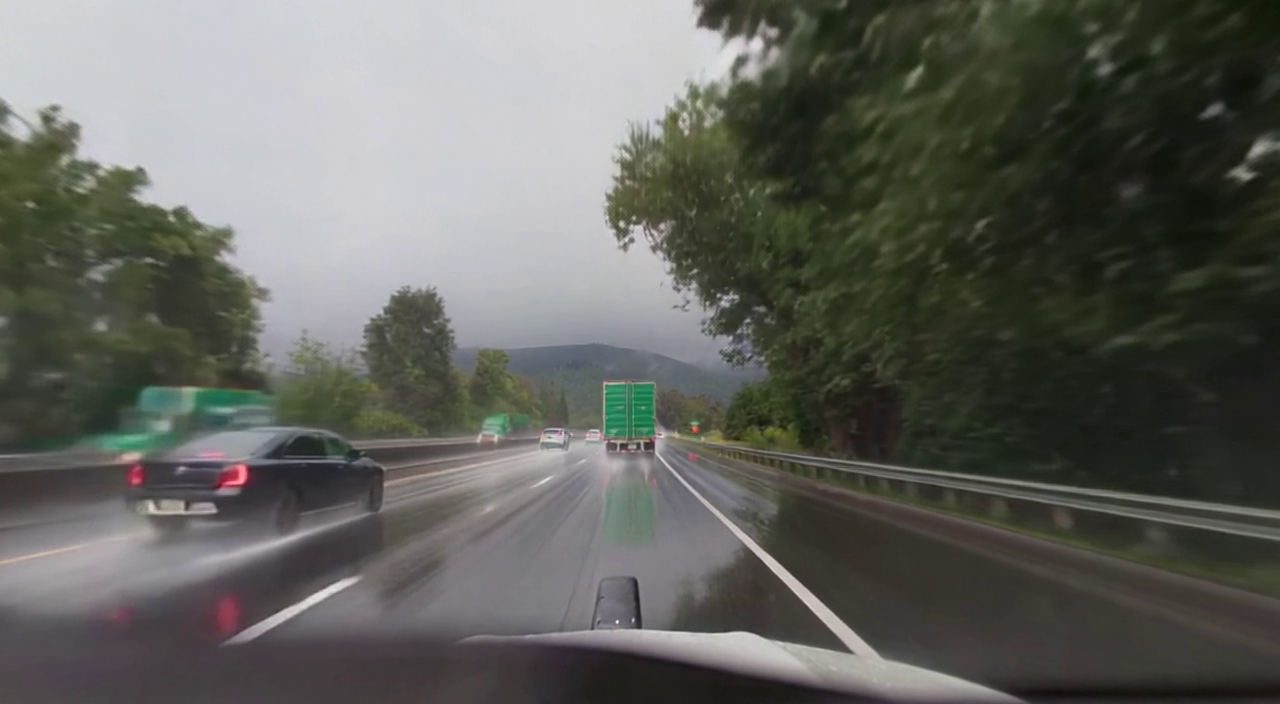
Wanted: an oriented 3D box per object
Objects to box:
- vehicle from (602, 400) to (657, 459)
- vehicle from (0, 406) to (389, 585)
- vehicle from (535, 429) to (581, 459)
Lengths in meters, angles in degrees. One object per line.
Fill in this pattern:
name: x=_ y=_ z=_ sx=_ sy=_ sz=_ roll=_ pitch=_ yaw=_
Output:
vehicle: x=-0.442 y=3.329 z=27.178 sx=2.319 sy=2.461 sz=1.270 roll=0 pitch=-8 yaw=0
vehicle: x=-4.711 y=1.490 z=7.390 sx=1.909 sy=1.520 sz=3.897 roll=0 pitch=-8 yaw=0
vehicle: x=-4.992 y=5.658 z=38.934 sx=2.138 sy=1.697 sz=4.587 roll=0 pitch=-8 yaw=1
